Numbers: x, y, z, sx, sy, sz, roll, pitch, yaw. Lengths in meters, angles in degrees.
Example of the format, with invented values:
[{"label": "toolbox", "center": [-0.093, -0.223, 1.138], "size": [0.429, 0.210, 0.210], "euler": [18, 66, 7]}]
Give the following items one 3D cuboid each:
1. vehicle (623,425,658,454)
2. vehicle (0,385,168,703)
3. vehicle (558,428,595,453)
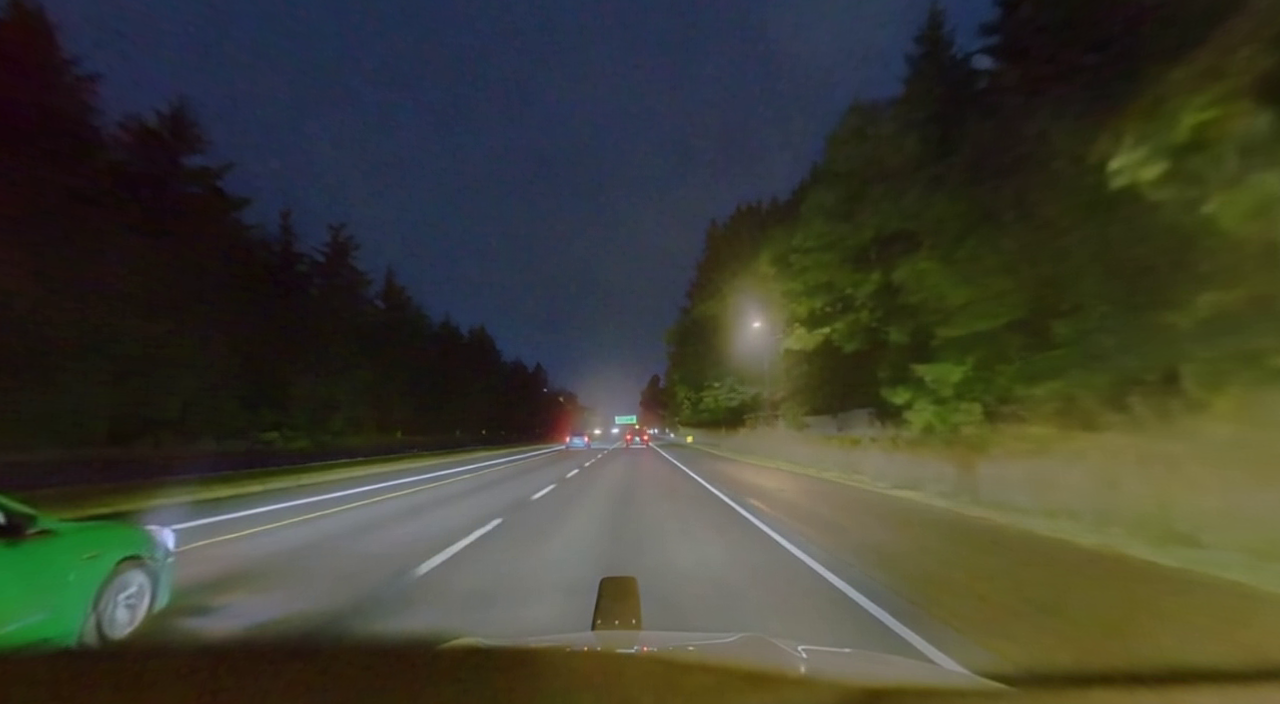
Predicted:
[{"label": "vehicle", "center": [0.019, 5.746, 41.349], "size": [2.170, 1.790, 4.490], "euler": [0, -8, -1]}, {"label": "vehicle", "center": [-3.789, 0.748, 1.699], "size": [1.958, 1.486, 3.988], "euler": [0, -8, -1]}, {"label": "vehicle", "center": [-4.291, 6.021, 43.041], "size": [2.055, 1.610, 4.116], "euler": [0, -8, 0]}]
